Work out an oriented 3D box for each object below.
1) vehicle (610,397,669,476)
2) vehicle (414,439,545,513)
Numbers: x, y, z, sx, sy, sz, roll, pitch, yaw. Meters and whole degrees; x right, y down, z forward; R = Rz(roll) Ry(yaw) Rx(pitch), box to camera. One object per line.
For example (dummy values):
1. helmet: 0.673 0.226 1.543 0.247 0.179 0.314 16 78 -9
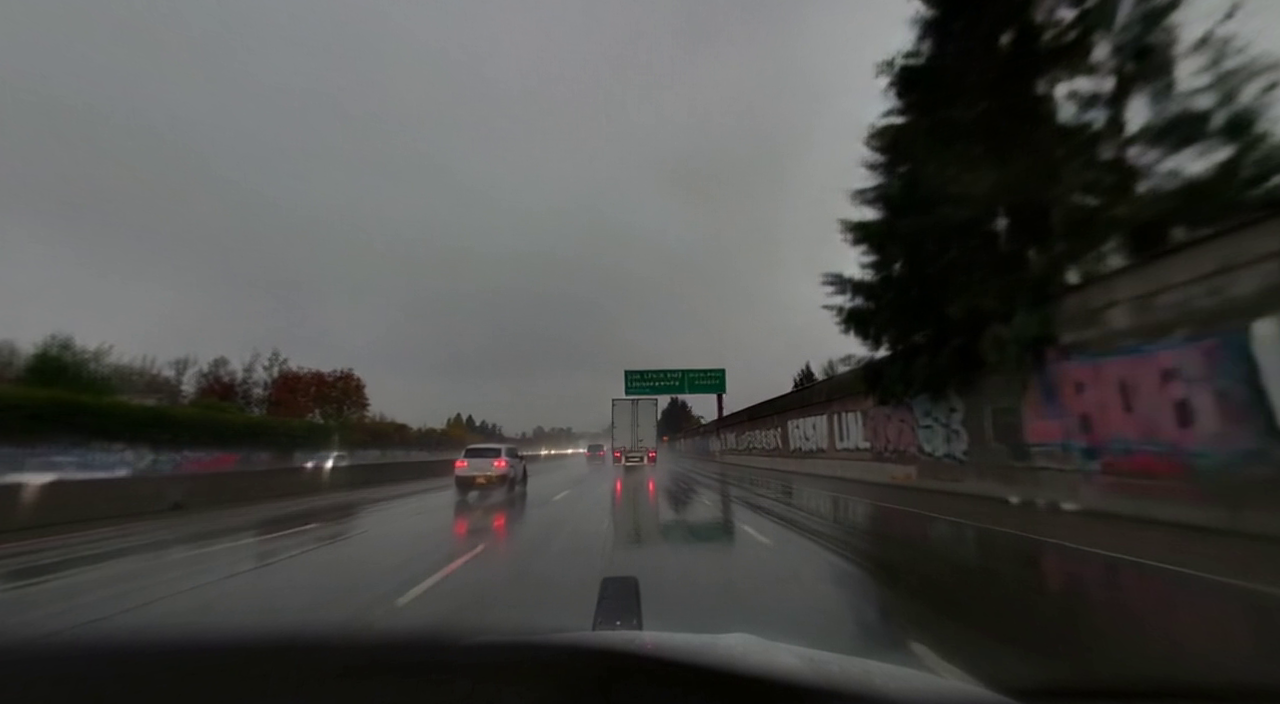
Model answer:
1. vehicle: -0.167 5.167 37.749 3.042 4.023 10.832 0 -9 -1
2. vehicle: -3.703 2.943 15.328 2.158 1.538 4.047 0 -9 0
